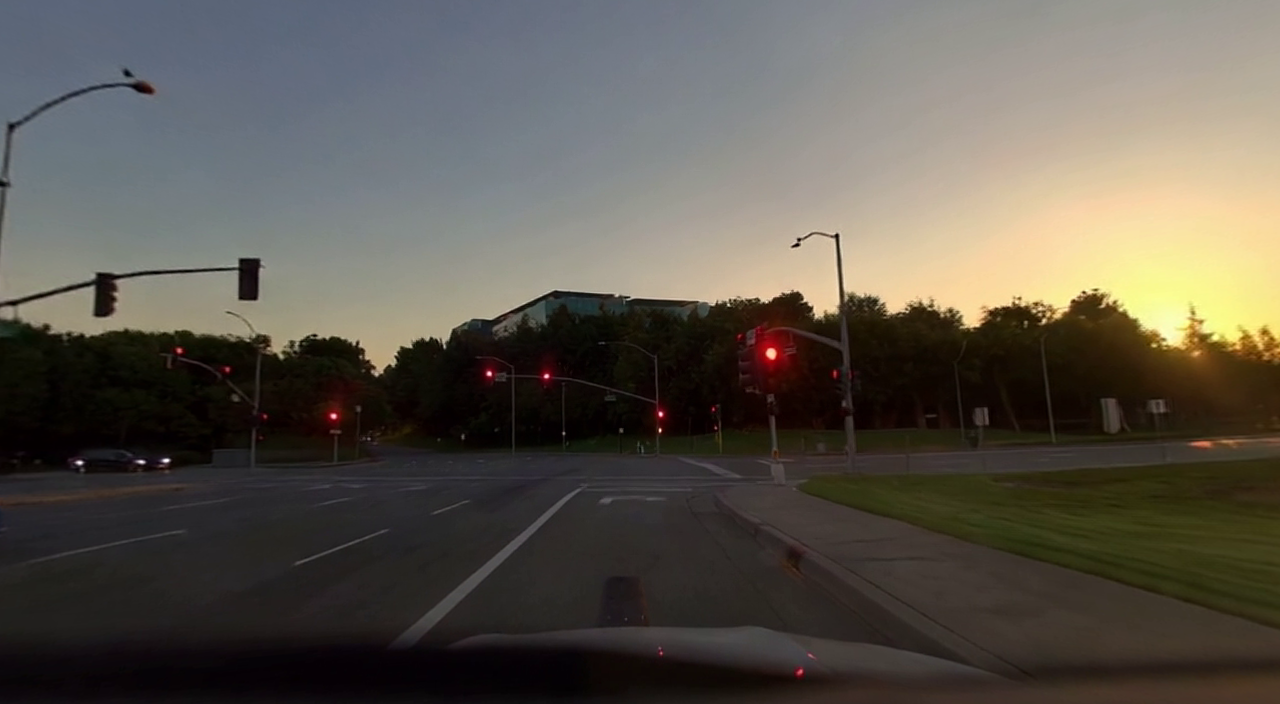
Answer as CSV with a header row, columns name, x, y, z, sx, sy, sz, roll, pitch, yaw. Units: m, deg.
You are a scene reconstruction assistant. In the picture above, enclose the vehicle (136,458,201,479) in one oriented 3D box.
name,x,y,z,sx,sy,sz,roll,pitch,yaw
vehicle,-36.698,9.055,49.103,3.748,1.389,1.656,-2,-6,-1
